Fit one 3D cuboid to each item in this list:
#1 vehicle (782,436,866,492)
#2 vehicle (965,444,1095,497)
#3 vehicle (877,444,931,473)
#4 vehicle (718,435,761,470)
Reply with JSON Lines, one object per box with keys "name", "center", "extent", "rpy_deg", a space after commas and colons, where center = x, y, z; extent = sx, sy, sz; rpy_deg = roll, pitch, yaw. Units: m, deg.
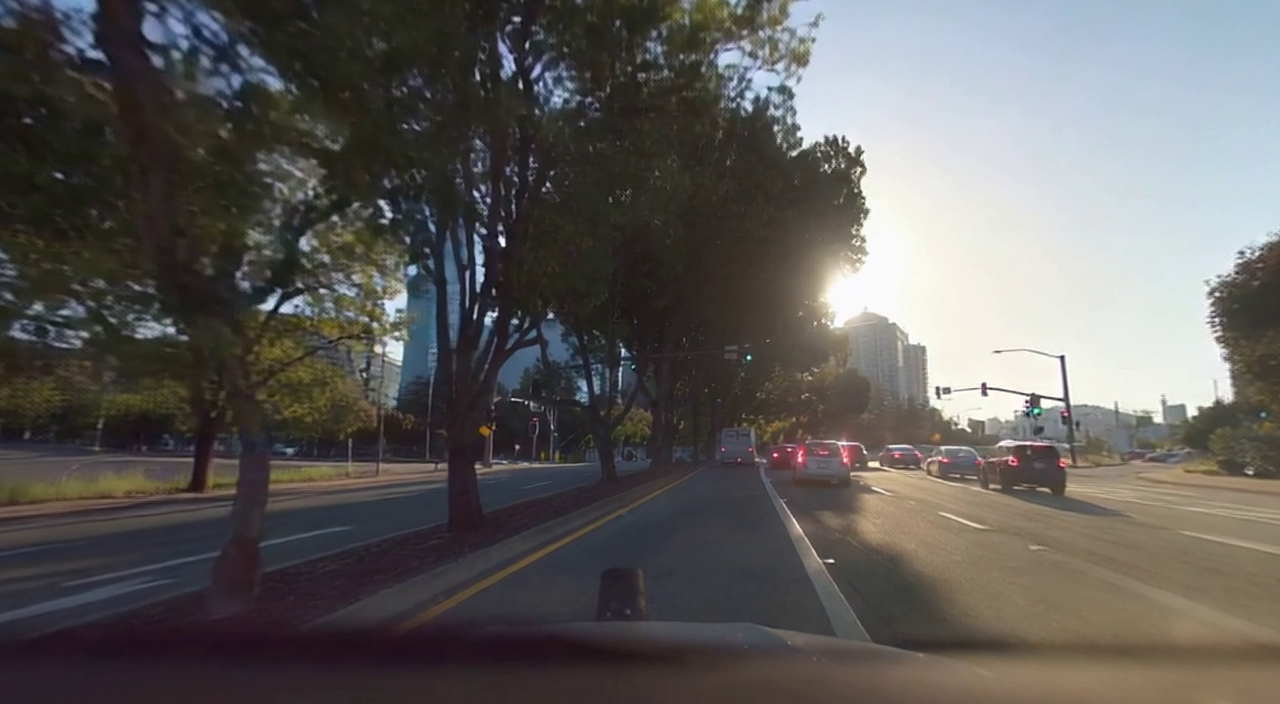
{"name": "vehicle", "center": [5.757, 3.513, 20.210], "extent": [2.078, 1.578, 4.107], "rpy_deg": [-1, -8, 10]}
{"name": "vehicle", "center": [12.090, 3.659, 19.924], "extent": [1.884, 1.422, 4.262], "rpy_deg": [-1, -8, 8]}
{"name": "vehicle", "center": [15.257, 6.146, 36.624], "extent": [1.901, 1.484, 4.093], "rpy_deg": [-1, -8, 8]}
{"name": "vehicle", "center": [5.636, 5.664, 35.783], "extent": [2.245, 1.800, 4.522], "rpy_deg": [-1, -8, 8]}
